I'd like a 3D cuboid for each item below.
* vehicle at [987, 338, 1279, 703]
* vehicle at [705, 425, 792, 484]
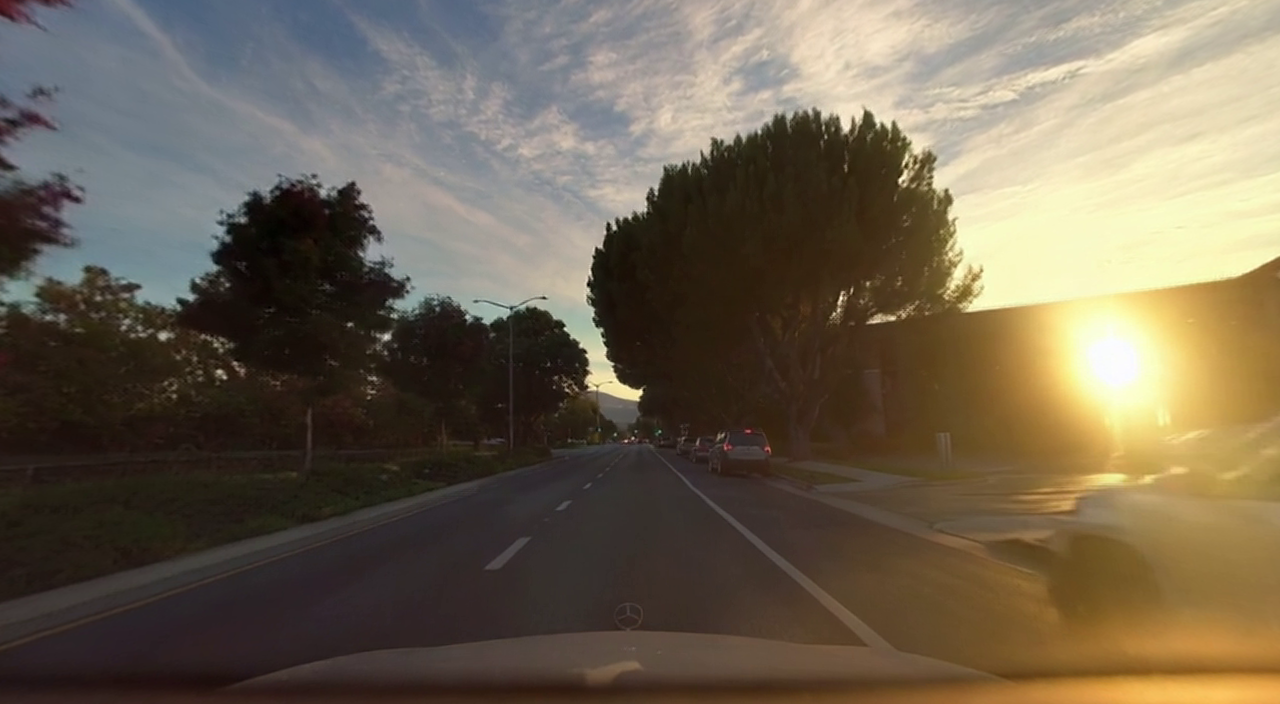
[{"bbox_3d":[3.659,0.724,1.900,2.250,1.720,5.033,0,-8,-1],"label":"vehicle"},{"bbox_3d":[3.795,3.676,22.930,2.226,1.889,4.543,0,-8,-1],"label":"vehicle"}]
